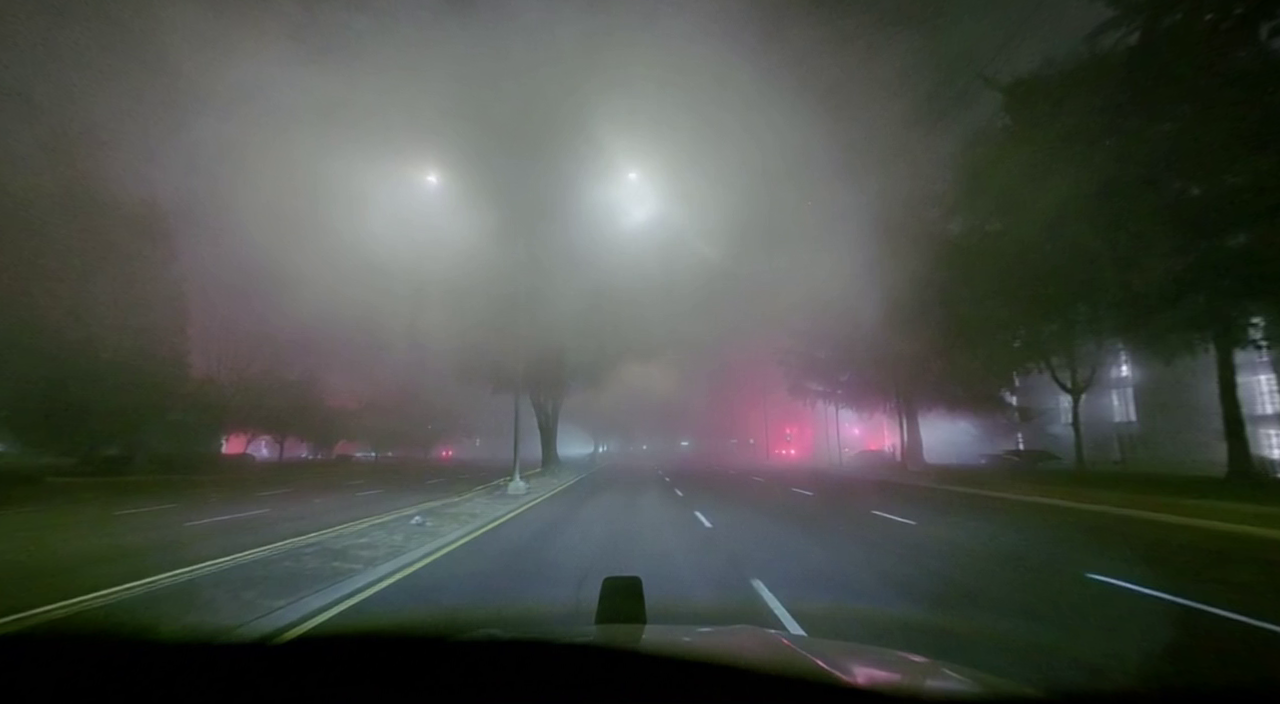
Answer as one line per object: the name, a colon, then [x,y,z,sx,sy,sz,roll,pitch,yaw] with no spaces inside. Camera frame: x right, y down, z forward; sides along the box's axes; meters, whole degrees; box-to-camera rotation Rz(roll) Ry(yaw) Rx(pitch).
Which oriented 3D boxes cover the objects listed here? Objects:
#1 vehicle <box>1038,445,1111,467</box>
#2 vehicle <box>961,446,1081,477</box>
vehicle: [33.040,7.919,48.160,4.103,1.574,1.888,0,-9,1]
vehicle: [20.176,5.797,33.615,4.983,1.542,2.099,0,-9,1]
